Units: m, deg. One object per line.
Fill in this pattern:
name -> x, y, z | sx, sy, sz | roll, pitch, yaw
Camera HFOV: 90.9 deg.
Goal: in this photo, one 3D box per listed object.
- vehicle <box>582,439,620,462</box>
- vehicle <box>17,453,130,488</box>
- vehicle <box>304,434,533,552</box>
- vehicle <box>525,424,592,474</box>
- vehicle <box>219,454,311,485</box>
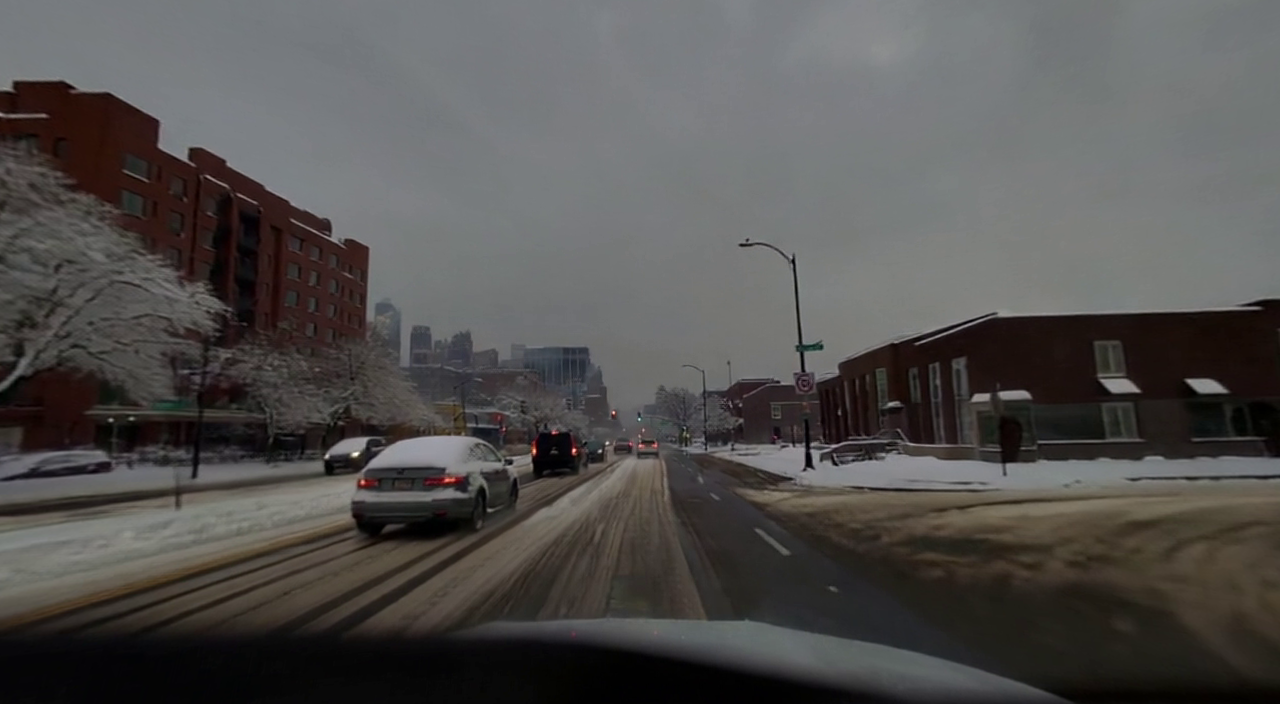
vehicle -> -2.600, 6.727, 43.105 | 2.246, 1.481, 4.146 | 0, -9, 1
vehicle -> -28.704, 5.995, 32.115 | 1.859, 1.614, 4.102 | 0, -9, 1
vehicle -> -3.031, 2.023, 9.769 | 1.959, 1.406, 4.272 | 0, -9, 1
vehicle -> -3.408, 4.193, 27.300 | 2.152, 1.987, 4.527 | 0, -9, 1
vehicle -> -19.676, 6.153, 33.356 | 1.878, 1.472, 4.736 | 0, -9, 1
